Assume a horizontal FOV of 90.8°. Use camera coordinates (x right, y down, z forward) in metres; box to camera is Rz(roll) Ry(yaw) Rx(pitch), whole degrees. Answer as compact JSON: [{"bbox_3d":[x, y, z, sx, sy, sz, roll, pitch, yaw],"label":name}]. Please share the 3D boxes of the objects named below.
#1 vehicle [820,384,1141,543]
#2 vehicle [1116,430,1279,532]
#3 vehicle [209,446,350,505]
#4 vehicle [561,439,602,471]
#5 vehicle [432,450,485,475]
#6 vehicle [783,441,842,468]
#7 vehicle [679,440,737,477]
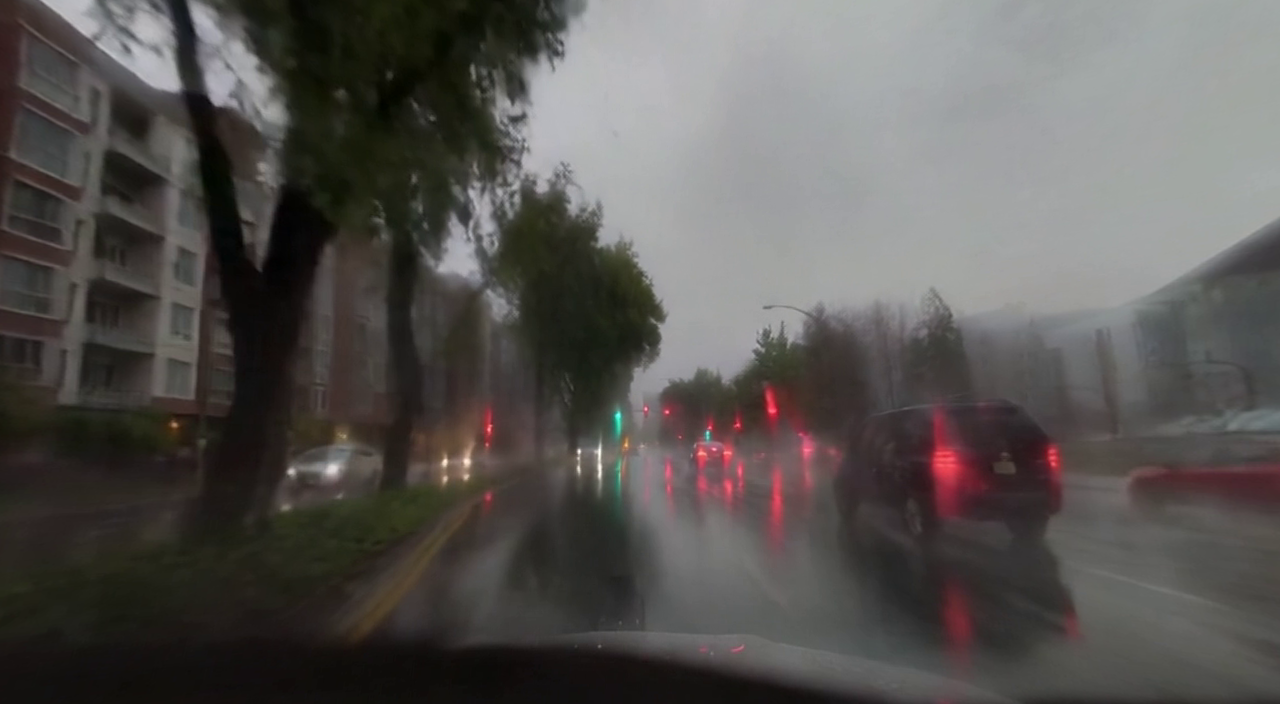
[{"bbox_3d":[5.176,1.845,11.010,2.427,2.017,5.763,0,-8,1],"label":"vehicle"},{"bbox_3d":[10.085,1.953,9.740,2.004,1.437,4.500,0,-8,1],"label":"vehicle"},{"bbox_3d":[-11.971,4.078,21.449,2.027,1.736,4.694,0,-8,-1],"label":"vehicle"},{"bbox_3d":[-3.259,5.836,36.063,2.065,1.716,4.265,0,-8,-2],"label":"vehicle"},{"bbox_3d":[-11.767,7.188,41.291,2.028,1.490,4.475,0,-8,1],"label":"vehicle"},{"bbox_3d":[10.004,5.967,37.043,2.014,1.480,4.783,0,-8,-1],"label":"vehicle"},{"bbox_3d":[2.898,4.678,27.955,2.003,1.480,4.494,0,-8,-1],"label":"vehicle"}]
